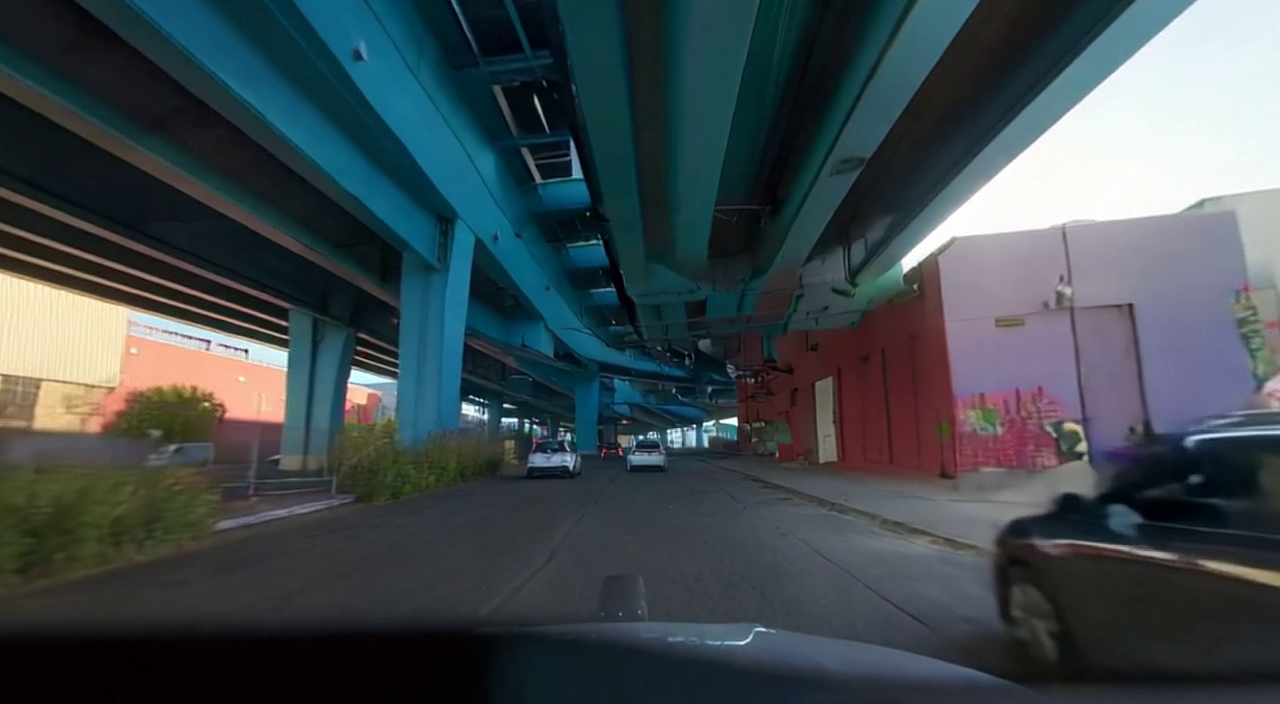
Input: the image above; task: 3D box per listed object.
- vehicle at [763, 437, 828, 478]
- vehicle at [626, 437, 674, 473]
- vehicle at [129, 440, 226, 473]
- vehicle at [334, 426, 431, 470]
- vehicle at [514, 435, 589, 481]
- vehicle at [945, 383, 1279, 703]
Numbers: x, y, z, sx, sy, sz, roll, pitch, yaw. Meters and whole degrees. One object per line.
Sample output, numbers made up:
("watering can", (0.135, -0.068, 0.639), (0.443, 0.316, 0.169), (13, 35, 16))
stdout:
("vehicle", (6.578, 4.495, 27.162), (2.023, 1.627, 3.971), (0, -8, 3))
("vehicle", (0.497, 4.882, 30.090), (2.155, 1.571, 3.734), (0, -8, 1))
("vehicle", (-28.034, 6.337, 38.530), (2.174, 1.824, 4.764), (1, -8, 1))
("vehicle", (-16.815, 6.339, 41.855), (3.082, 2.608, 6.994), (-1, -8, 4))
("vehicle", (-3.157, 3.920, 23.581), (2.024, 1.533, 4.549), (0, -8, 2))
("vehicle", (3.338, 0.942, 2.442), (2.090, 1.575, 4.690), (0, -8, 2))
